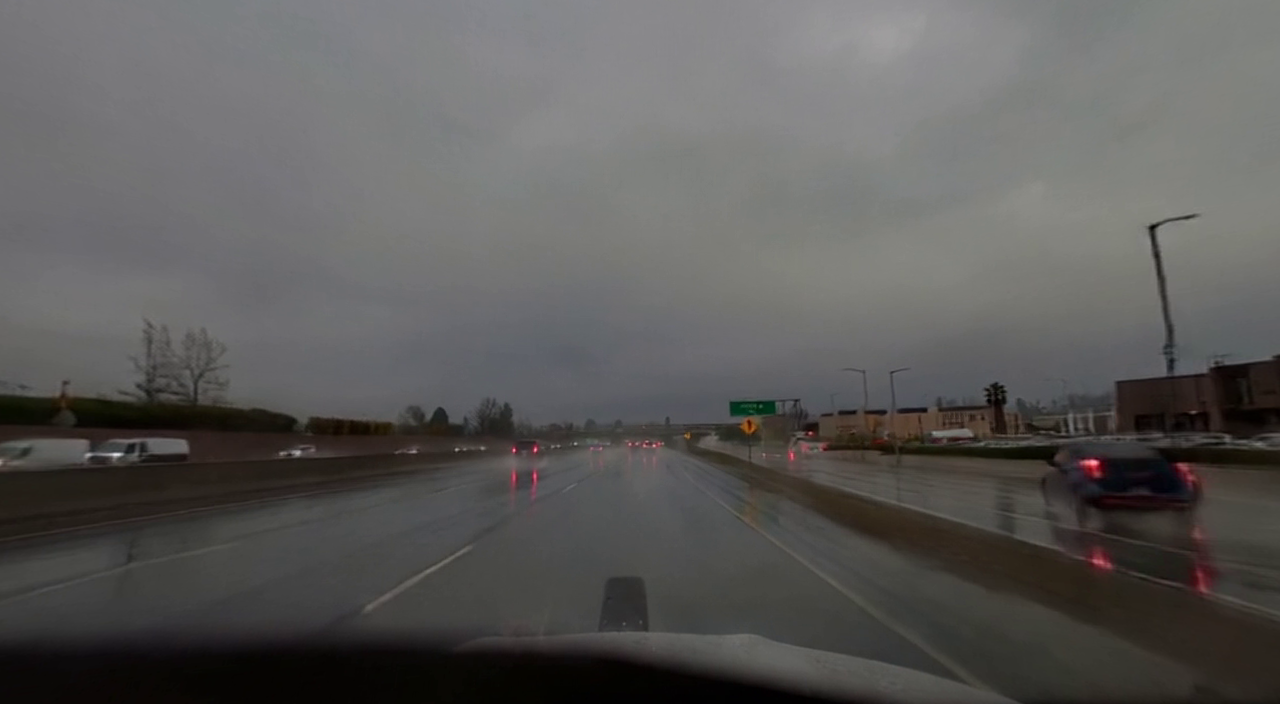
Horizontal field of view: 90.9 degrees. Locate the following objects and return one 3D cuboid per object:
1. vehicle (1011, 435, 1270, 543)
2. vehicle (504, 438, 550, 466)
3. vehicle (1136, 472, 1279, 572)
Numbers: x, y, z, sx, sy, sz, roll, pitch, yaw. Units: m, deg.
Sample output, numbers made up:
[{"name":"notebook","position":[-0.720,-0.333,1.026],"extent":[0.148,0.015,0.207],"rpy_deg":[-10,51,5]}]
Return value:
[{"name":"vehicle","position":[18.029,4.854,23.689],"extent":[3.007,3.318,7.486],"rpy_deg":[1,-8,-5]},{"name":"vehicle","position":[-7.149,6.360,40.307],"extent":[2.088,1.678,4.426],"rpy_deg":[0,-8,1]},{"name":"vehicle","position":[18.988,4.160,13.550],"extent":[3.122,2.437,15.553],"rpy_deg":[0,-8,-5]}]
